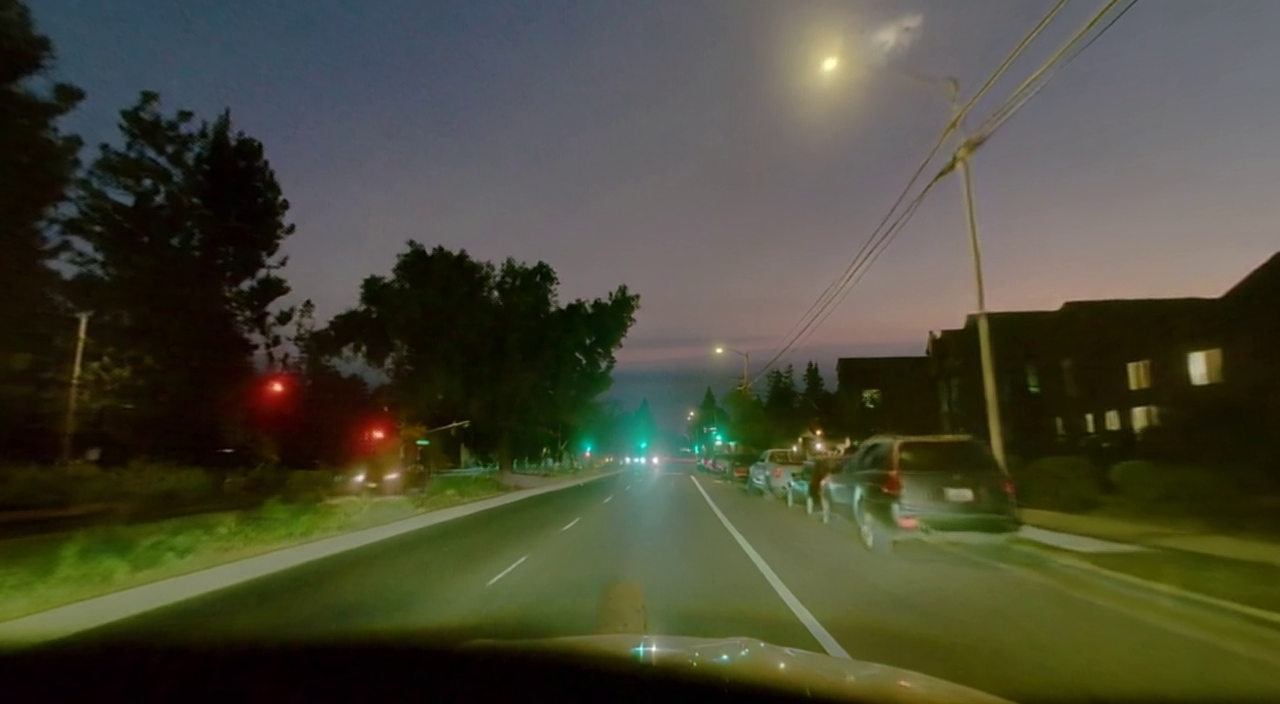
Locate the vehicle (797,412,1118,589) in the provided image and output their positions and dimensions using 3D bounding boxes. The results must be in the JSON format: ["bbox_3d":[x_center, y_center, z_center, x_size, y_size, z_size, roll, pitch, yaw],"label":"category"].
[{"bbox_3d":[3.915,1.923,9.194,2.166,1.798,5.256,-1,-8,3],"label":"vehicle"}]

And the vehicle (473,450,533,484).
[{"bbox_3d":[-7.526,6.352,35.197,2.331,1.696,4.861,0,-8,-1],"label":"vehicle"}]

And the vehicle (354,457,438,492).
[{"bbox_3d":[-11.832,5.958,30.995,1.999,1.467,4.618,-1,-8,4],"label":"vehicle"}]

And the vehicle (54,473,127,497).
[{"bbox_3d":[-42.898,10.368,49.254,4.398,1.639,1.919,-2,-9,11],"label":"vehicle"}]
